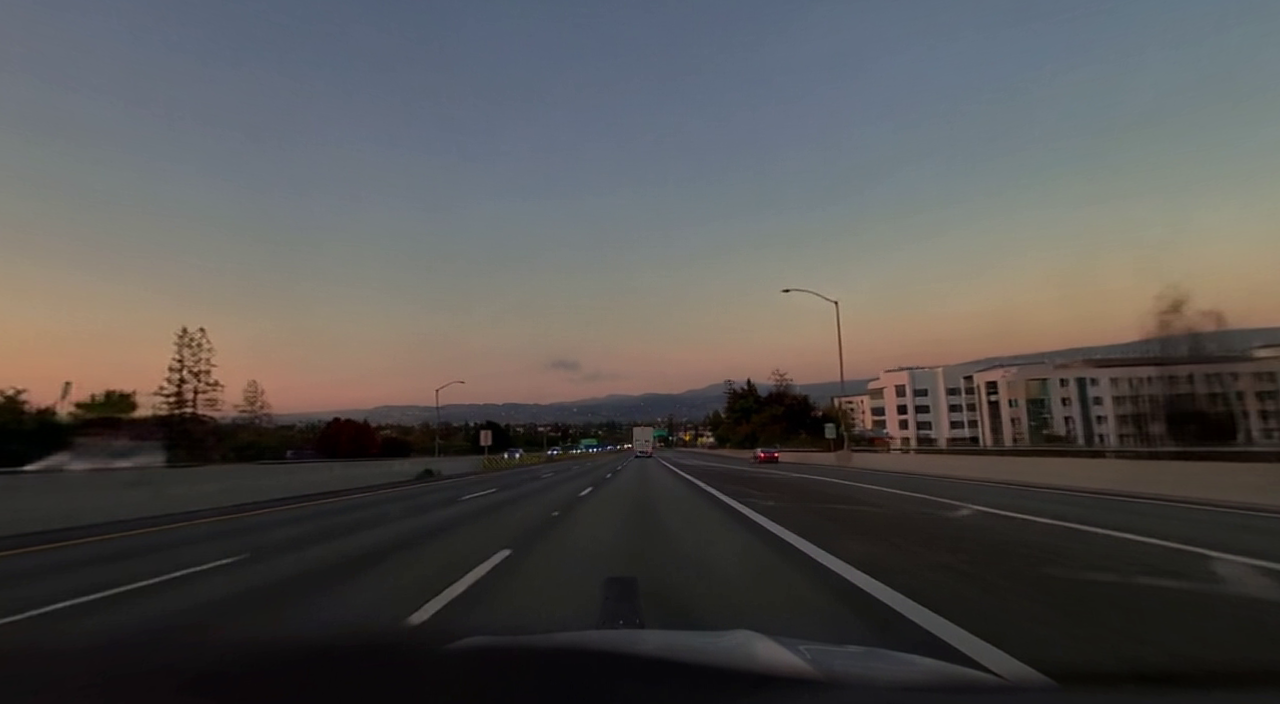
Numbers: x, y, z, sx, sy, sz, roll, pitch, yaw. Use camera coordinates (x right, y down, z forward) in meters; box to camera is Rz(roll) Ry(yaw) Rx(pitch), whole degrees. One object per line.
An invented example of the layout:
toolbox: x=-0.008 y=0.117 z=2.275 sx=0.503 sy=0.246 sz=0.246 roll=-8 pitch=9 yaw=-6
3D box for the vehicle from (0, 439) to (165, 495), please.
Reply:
vehicle: x=-19.701 y=3.951 z=22.064 sx=2.114 sy=1.707 sz=5.174 roll=0 pitch=-9 yaw=0
